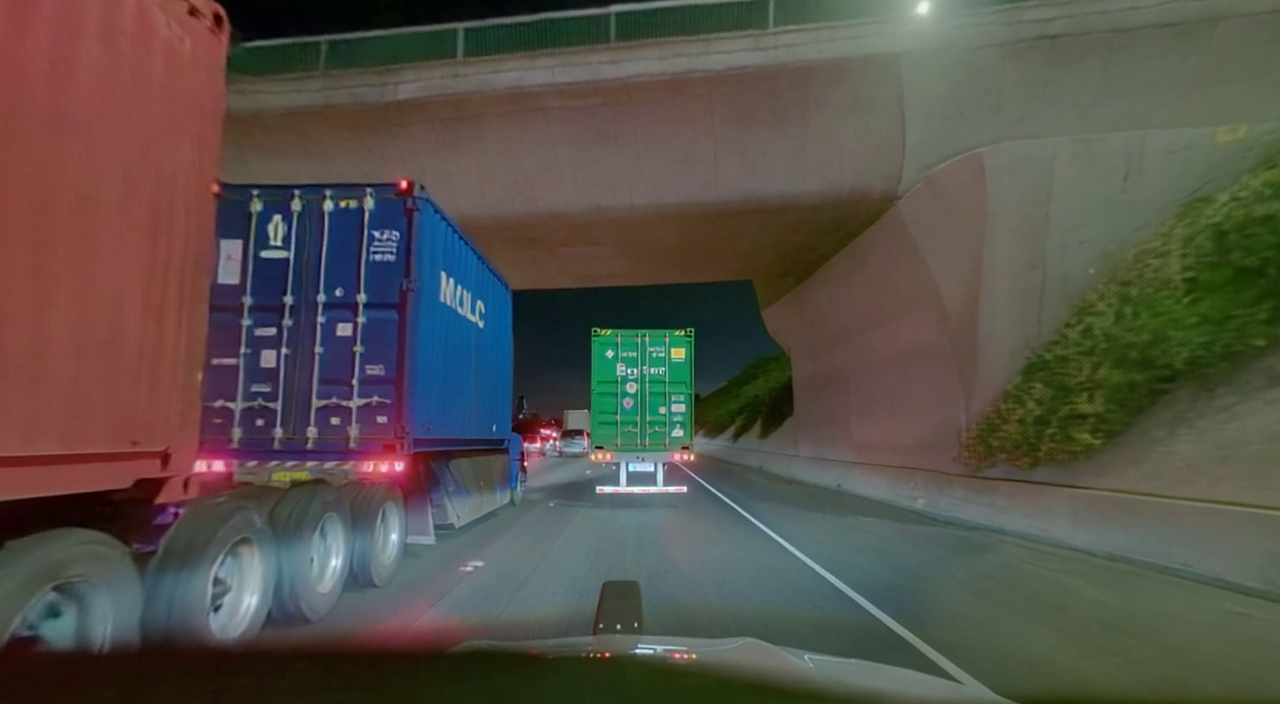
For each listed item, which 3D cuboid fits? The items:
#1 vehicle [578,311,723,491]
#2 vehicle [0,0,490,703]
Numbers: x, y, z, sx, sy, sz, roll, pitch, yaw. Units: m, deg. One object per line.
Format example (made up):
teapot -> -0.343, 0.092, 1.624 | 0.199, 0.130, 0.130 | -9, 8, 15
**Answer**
vehicle -> 0.193, 1.666, 18.664 | 3.357, 4.212, 7.519 | 0, -8, -1
vehicle -> -3.697, -0.402, 2.322 | 2.873, 4.198, 13.317 | -1, -8, 1
